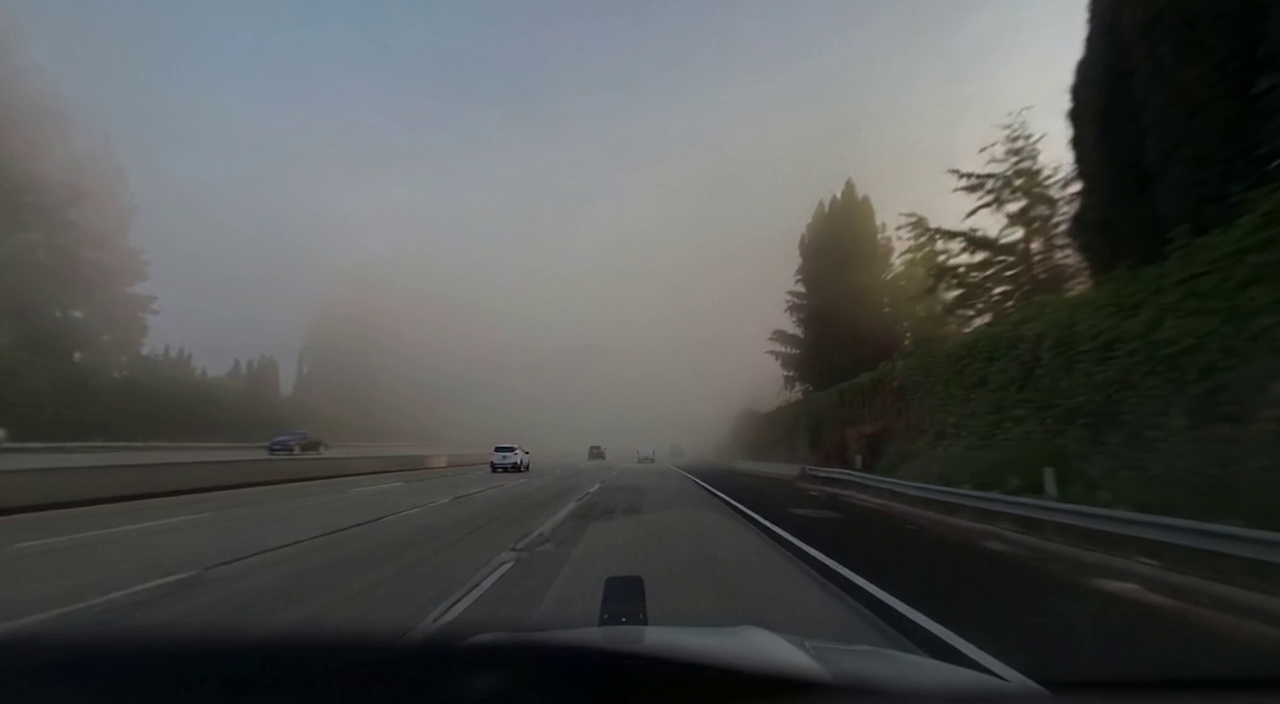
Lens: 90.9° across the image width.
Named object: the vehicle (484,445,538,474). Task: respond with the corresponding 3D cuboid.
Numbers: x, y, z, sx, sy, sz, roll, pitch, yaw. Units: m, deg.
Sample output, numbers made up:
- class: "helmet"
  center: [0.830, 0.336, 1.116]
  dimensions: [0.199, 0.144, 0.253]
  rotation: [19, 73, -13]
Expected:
- class: "vehicle"
  center: [-6.970, 5.841, 34.454]
  dimensions: [1.966, 1.488, 4.243]
  rotation: [-1, -9, 2]
